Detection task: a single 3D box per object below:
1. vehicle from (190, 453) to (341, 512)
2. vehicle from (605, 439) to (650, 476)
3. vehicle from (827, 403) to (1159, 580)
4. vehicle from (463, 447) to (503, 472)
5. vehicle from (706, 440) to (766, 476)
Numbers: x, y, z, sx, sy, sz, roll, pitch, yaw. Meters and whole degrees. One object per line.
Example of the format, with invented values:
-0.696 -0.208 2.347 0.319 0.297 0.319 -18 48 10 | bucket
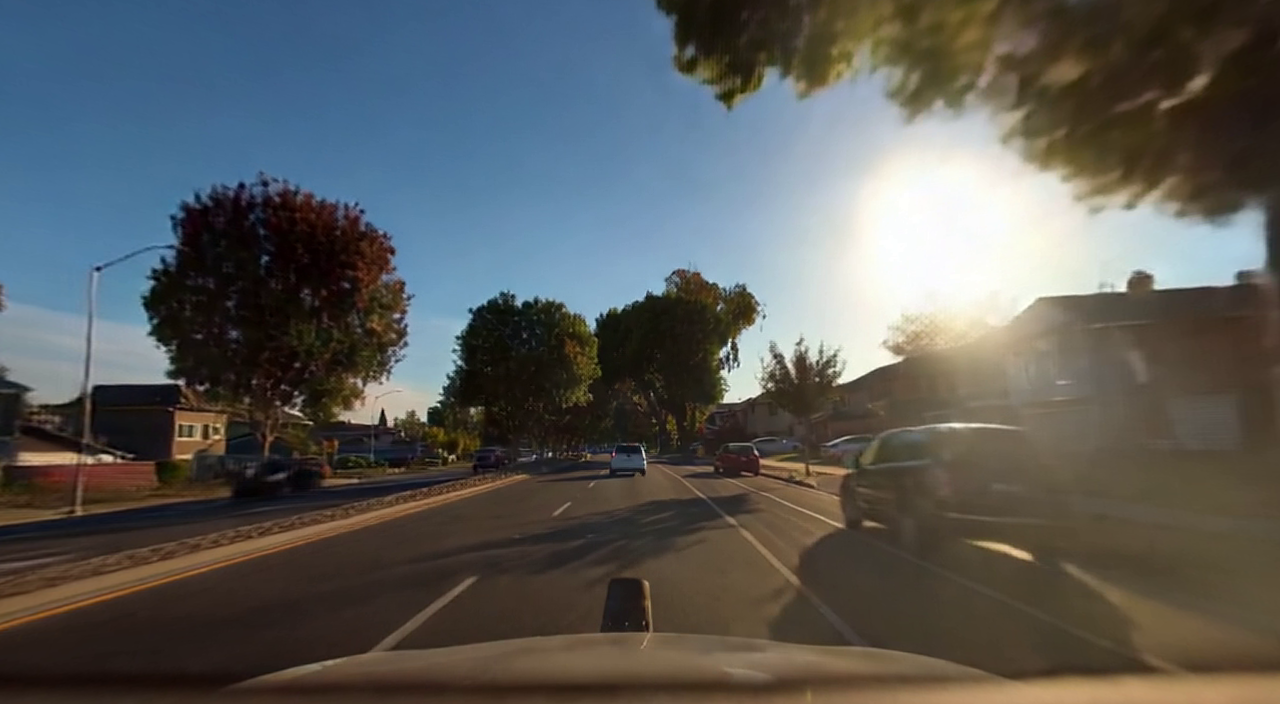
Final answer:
-11.430 3.969 19.719 1.914 1.476 4.702 -3 -9 0 | vehicle
-0.597 5.096 30.752 2.024 1.655 4.301 0 -9 -1 | vehicle
4.062 1.675 8.269 1.992 1.695 4.101 -1 -9 1 | vehicle
-11.920 8.123 48.034 1.948 1.725 4.443 -2 -9 -1 | vehicle
4.370 4.907 29.343 2.020 1.518 4.255 0 -9 -2 | vehicle
